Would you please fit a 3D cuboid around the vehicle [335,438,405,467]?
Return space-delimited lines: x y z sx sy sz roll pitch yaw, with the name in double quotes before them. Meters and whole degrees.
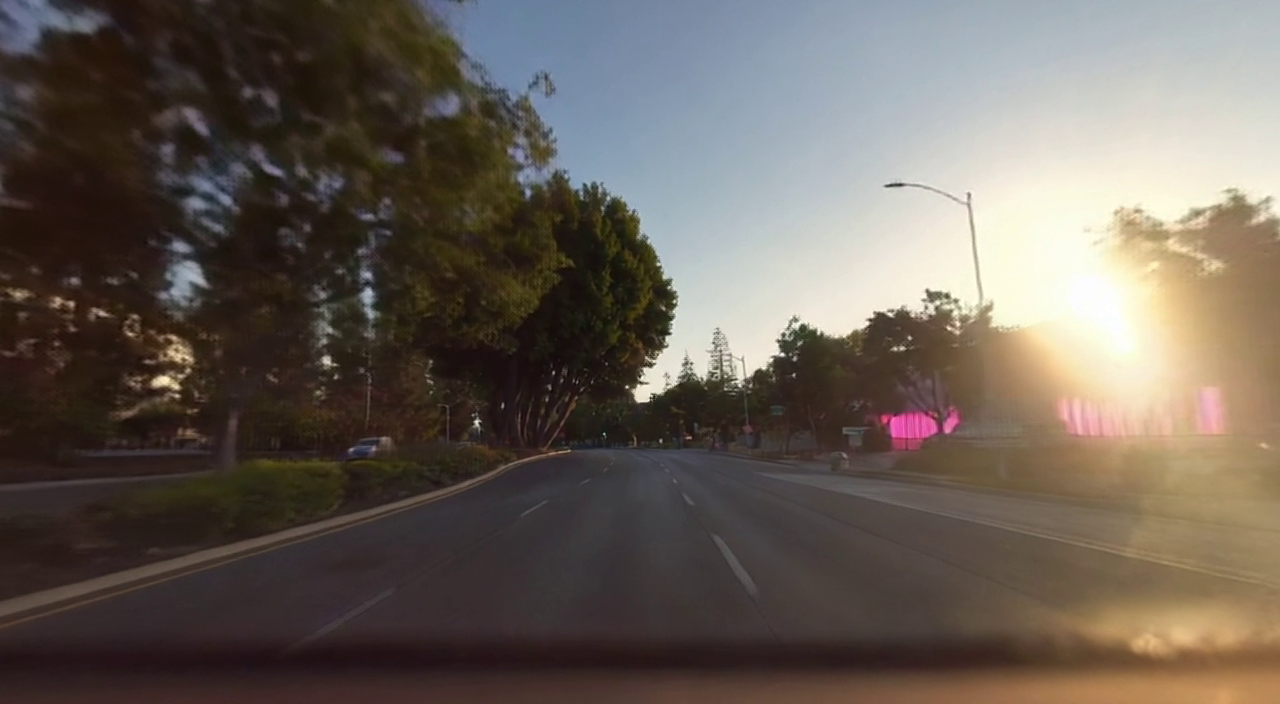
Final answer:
"vehicle" -18.388 6.885 43.362 2.204 1.821 5.864 0 -8 0

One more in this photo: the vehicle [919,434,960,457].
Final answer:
"vehicle" 23.096 7.222 48.711 1.815 1.618 4.383 -2 -9 12
